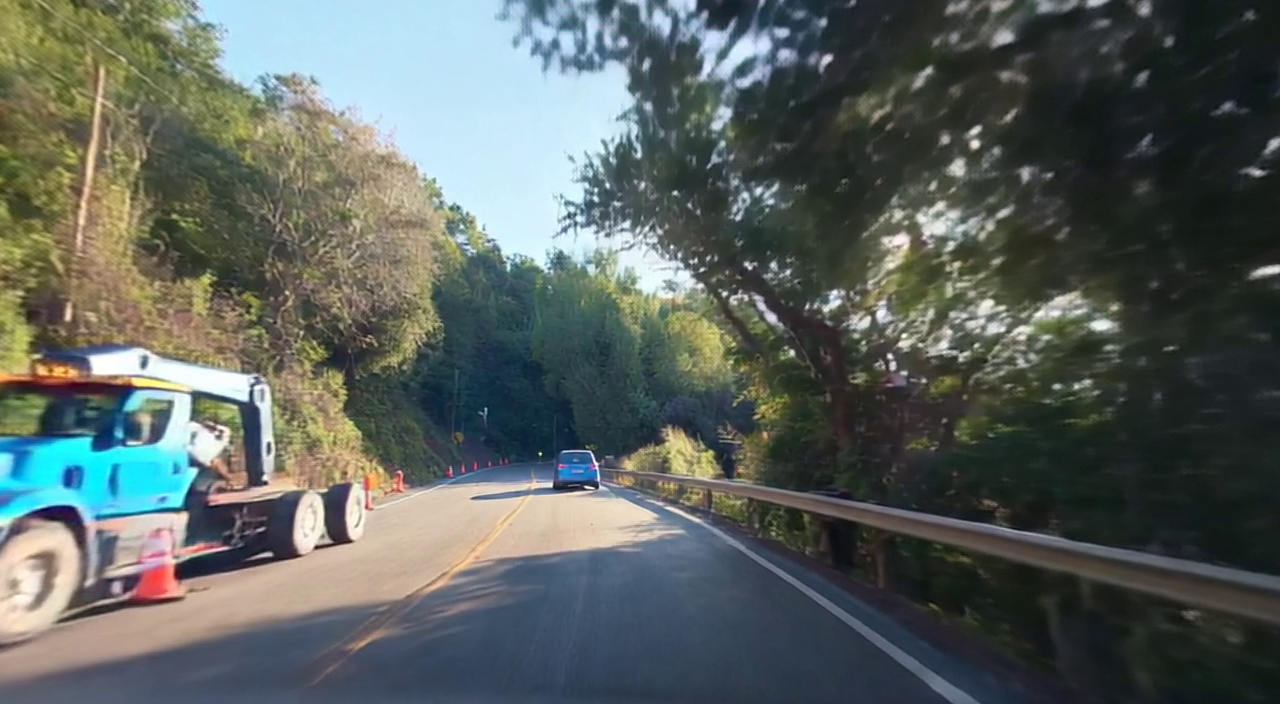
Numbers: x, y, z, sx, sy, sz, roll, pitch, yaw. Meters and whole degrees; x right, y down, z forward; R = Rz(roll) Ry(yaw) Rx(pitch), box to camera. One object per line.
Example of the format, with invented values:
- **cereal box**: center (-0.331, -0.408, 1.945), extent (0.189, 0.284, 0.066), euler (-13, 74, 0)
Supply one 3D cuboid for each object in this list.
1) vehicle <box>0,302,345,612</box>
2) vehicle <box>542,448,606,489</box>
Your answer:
- **vehicle**: center (-5.615, 1.149, 7.363), extent (2.257, 2.597, 4.069), euler (0, -9, 0)
- **vehicle**: center (-2.750, 4.618, 25.405), extent (2.259, 1.503, 4.075), euler (1, -9, -10)
